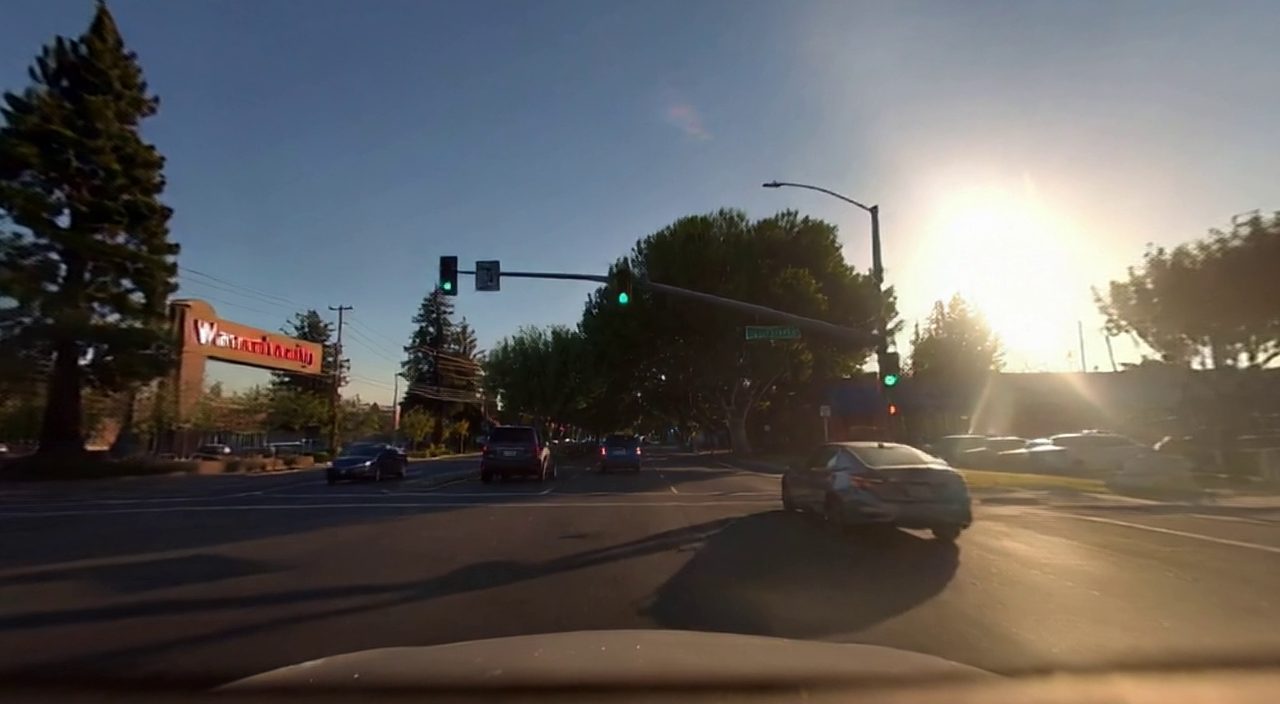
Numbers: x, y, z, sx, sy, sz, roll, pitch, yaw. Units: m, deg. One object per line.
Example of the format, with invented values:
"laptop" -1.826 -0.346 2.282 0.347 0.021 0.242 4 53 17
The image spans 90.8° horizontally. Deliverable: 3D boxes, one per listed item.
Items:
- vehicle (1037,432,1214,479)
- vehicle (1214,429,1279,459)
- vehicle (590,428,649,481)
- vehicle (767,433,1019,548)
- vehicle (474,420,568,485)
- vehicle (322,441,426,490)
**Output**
"vehicle" 18.975 4.048 24.892 5.209 1.743 2.081 0 -8 0
"vehicle" 31.713 4.581 31.496 4.347 1.457 1.785 0 -8 0
"vehicle" -0.737 3.874 23.994 2.061 1.809 4.141 0 -8 -1
"vehicle" 3.707 2.108 10.384 2.207 1.447 4.418 0 -8 -2
"vehicle" -4.021 3.529 22.436 2.252 1.999 5.605 0 -8 0
"vehicle" -9.223 3.930 22.333 1.867 1.427 4.371 -3 -8 -1
